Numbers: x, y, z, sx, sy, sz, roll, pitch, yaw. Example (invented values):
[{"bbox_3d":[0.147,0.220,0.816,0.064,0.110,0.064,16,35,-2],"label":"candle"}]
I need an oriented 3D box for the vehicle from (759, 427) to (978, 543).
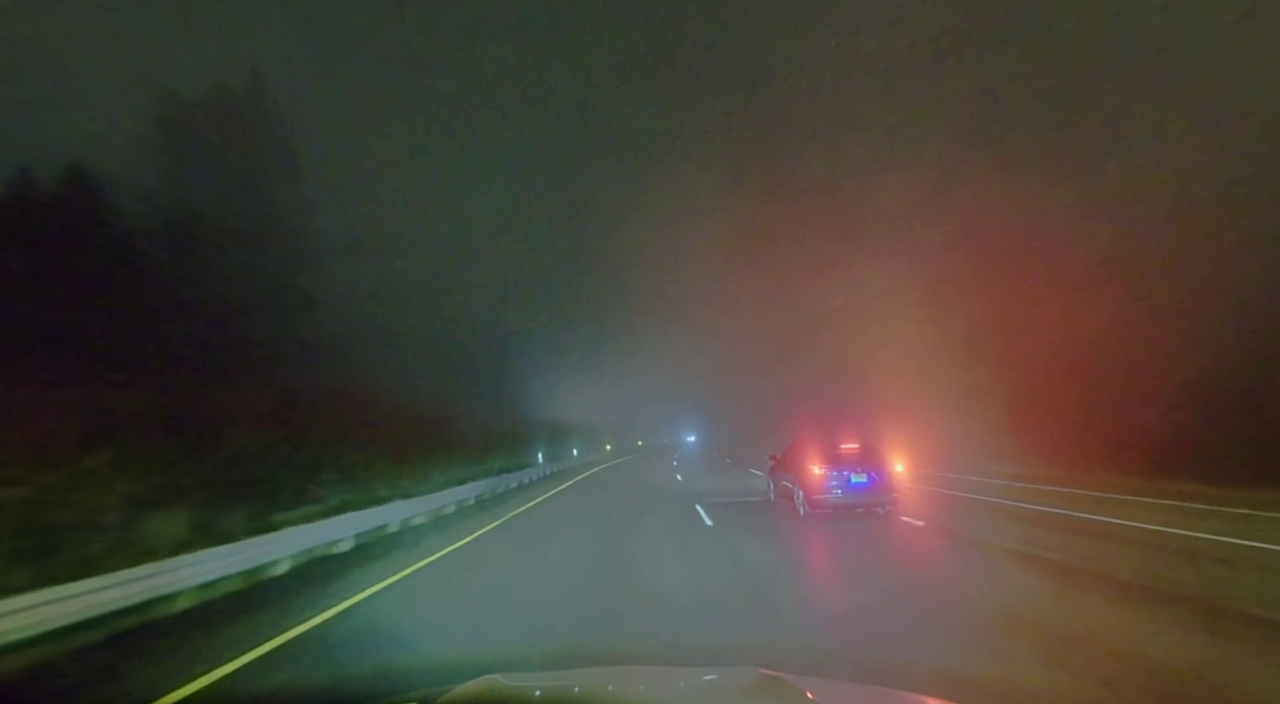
[{"bbox_3d":[3.514,2.108,10.755,2.050,1.546,4.344,0,-8,-1],"label":"vehicle"}]
